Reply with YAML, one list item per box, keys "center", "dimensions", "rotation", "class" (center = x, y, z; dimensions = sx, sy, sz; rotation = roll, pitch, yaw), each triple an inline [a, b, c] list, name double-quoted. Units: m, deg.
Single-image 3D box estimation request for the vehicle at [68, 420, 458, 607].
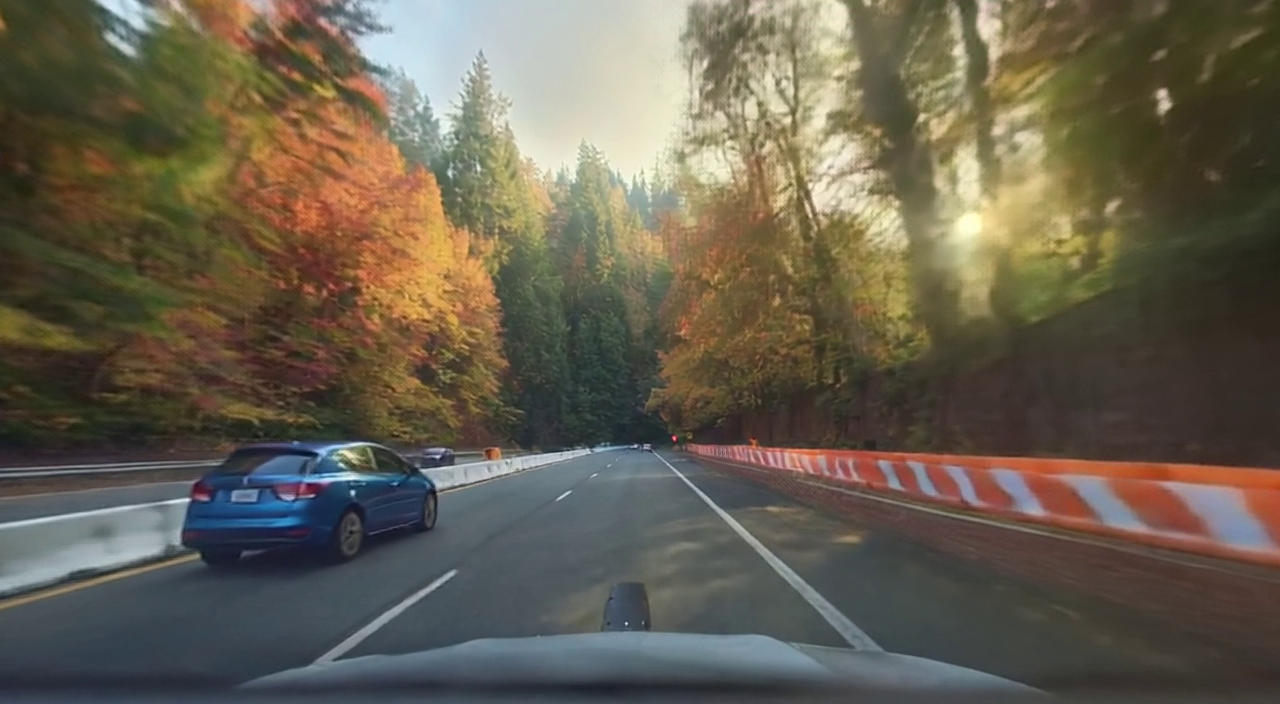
- center: [-3.688, 1.620, 7.223]
  dimensions: [1.902, 1.505, 4.016]
  rotation: [0, -8, 1]
  class: "vehicle"
